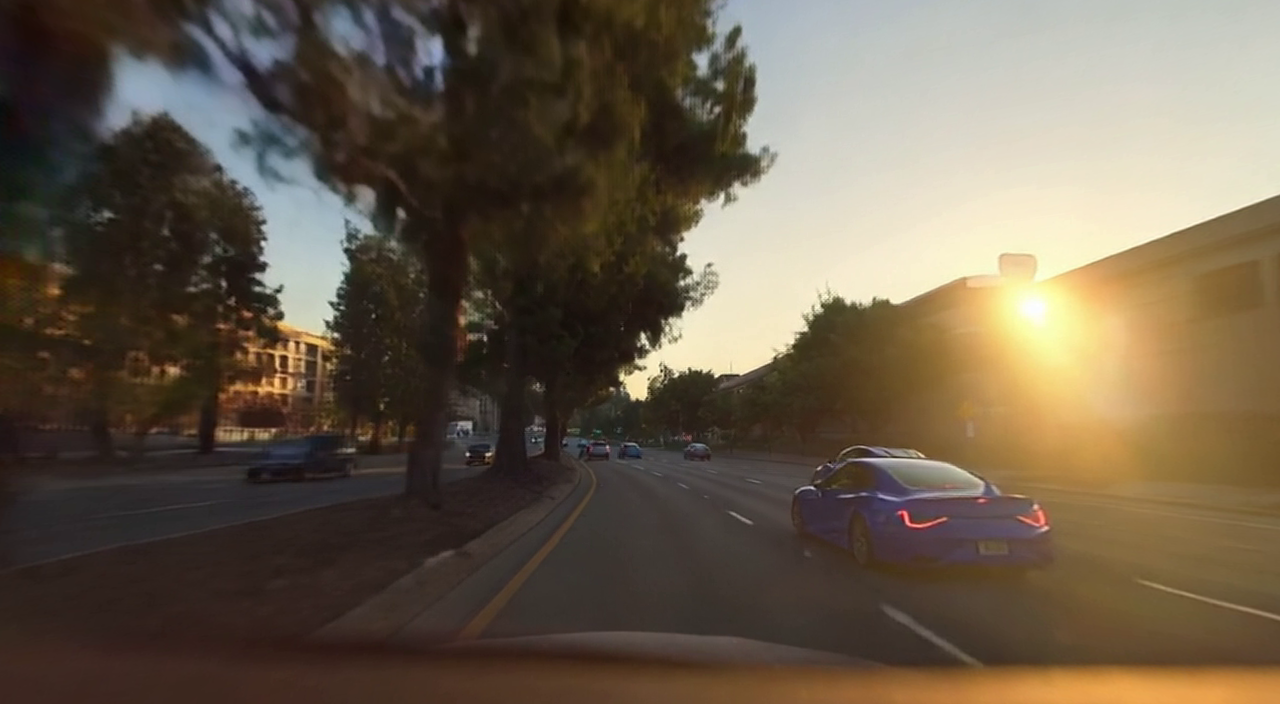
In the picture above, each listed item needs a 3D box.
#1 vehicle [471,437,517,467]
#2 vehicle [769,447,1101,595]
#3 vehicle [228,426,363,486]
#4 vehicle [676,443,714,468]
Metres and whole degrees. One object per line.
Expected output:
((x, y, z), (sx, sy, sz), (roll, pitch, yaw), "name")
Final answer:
((-8.845, 6.100, 38.642), (2.065, 1.712, 4.349), (1, -9, -5), "vehicle")
((3.207, 1.917, 8.115), (1.990, 1.347, 4.388), (1, -9, -2), "vehicle")
((-11.035, 3.378, 20.715), (2.048, 1.738, 4.520), (1, -9, -3), "vehicle")
((3.903, 7.367, 45.265), (1.931, 1.685, 4.054), (1, -9, -7), "vehicle")
